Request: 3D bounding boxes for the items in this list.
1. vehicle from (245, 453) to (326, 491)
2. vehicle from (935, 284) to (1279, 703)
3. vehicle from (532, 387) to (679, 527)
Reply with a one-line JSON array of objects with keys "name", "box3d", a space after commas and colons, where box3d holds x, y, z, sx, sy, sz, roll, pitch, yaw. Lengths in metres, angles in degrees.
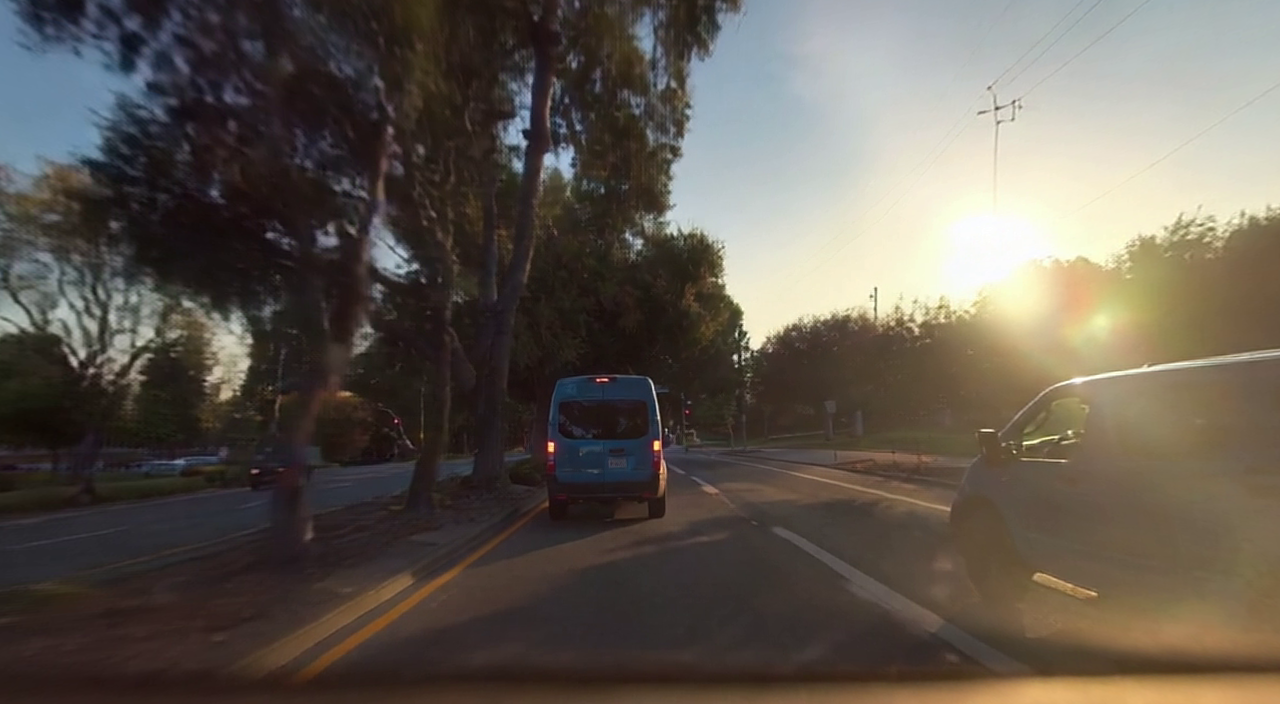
[{"name": "vehicle", "box3d": [-15.863, 5.355, 28.495, 1.833, 1.504, 4.141, 2, -9, -10]}, {"name": "vehicle", "box3d": [3.687, 0.809, 3.656, 1.988, 1.873, 3.968, 0, -9, 0]}, {"name": "vehicle", "box3d": [-0.461, 1.855, 11.480, 2.145, 2.046, 4.309, 0, -9, 1]}]
